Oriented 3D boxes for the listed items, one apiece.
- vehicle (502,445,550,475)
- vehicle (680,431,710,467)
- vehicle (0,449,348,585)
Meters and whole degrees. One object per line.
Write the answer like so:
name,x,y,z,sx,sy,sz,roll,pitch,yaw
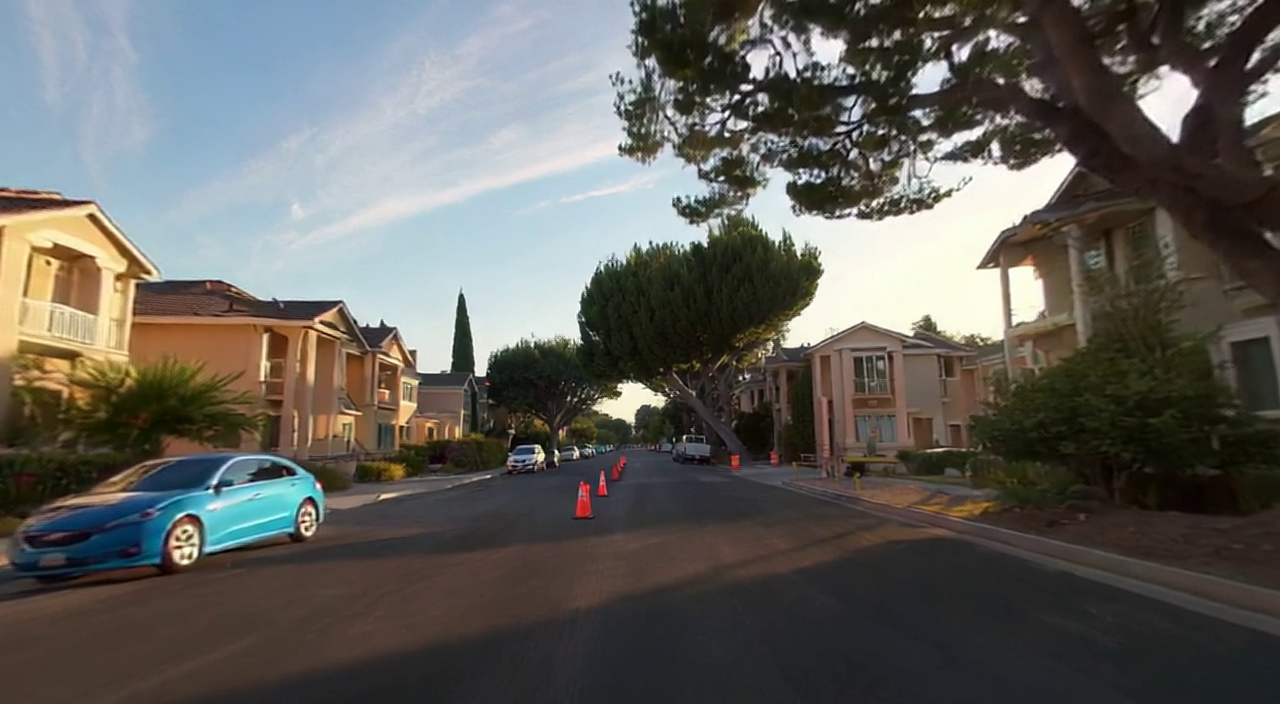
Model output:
vehicle,-6.542,6.231,36.594,1.957,1.608,4.476,0,-9,-1
vehicle,4.121,7.277,47.437,2.082,2.534,3.248,-1,-8,3
vehicle,-6.515,2.194,9.327,2.137,1.481,4.503,-1,-9,2
